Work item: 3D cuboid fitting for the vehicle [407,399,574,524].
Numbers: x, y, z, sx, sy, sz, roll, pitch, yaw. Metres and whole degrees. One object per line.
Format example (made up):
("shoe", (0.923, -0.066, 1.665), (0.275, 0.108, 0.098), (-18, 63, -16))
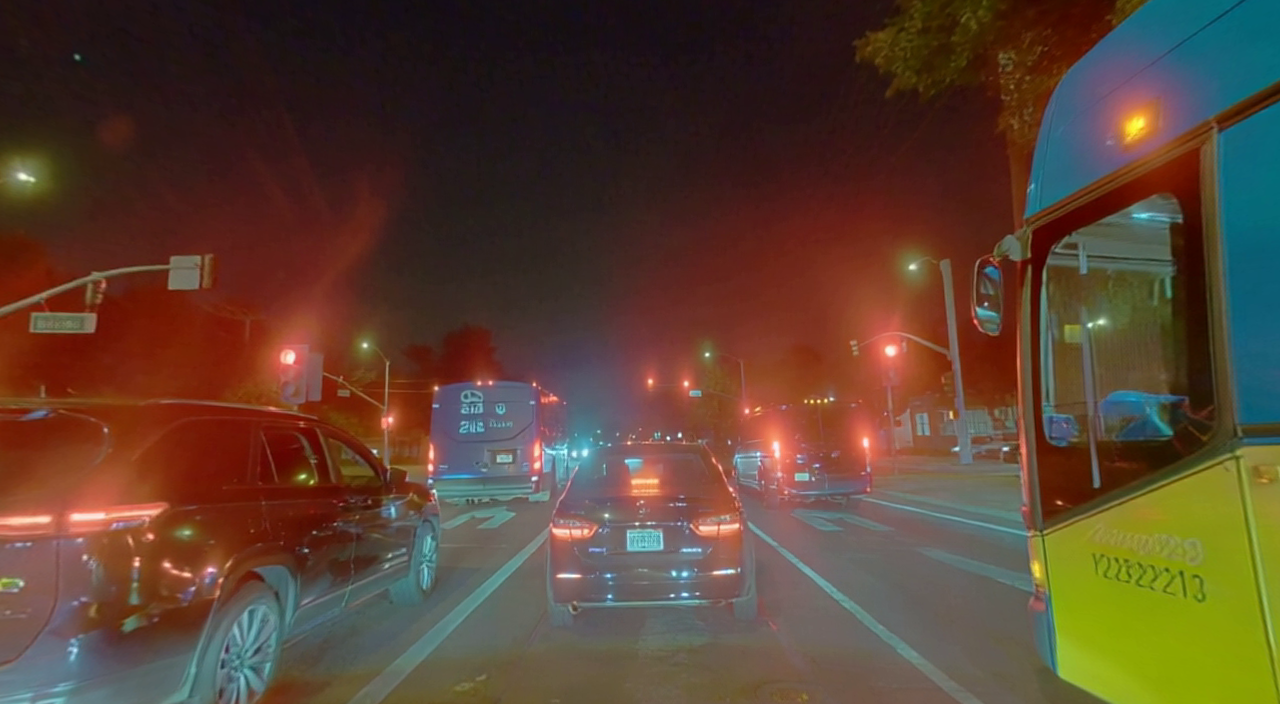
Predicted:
("vehicle", (-2.952, 2.351, 13.962), (2.335, 2.221, 5.165), (0, -8, 1))

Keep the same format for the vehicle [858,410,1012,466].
("vehicle", (17.571, 5.143, 37.929), (7.839, 3.213, 2.628), (0, -9, -3))

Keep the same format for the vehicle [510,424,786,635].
("vehicle", (0.048, 1.547, 6.415), (1.976, 1.485, 3.624), (0, -8, 0))

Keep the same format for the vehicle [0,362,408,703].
("vehicle", (-3.419, 1.179, 4.631), (1.921, 1.701, 3.989), (0, -8, -1))

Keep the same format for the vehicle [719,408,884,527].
("vehicle", (3.130, 2.403, 13.682), (2.143, 2.036, 5.367), (0, -8, 0))

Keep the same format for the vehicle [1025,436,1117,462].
("vehicle", (25.873, 5.834, 37.996), (4.229, 1.489, 1.794), (0, -8, -1))
